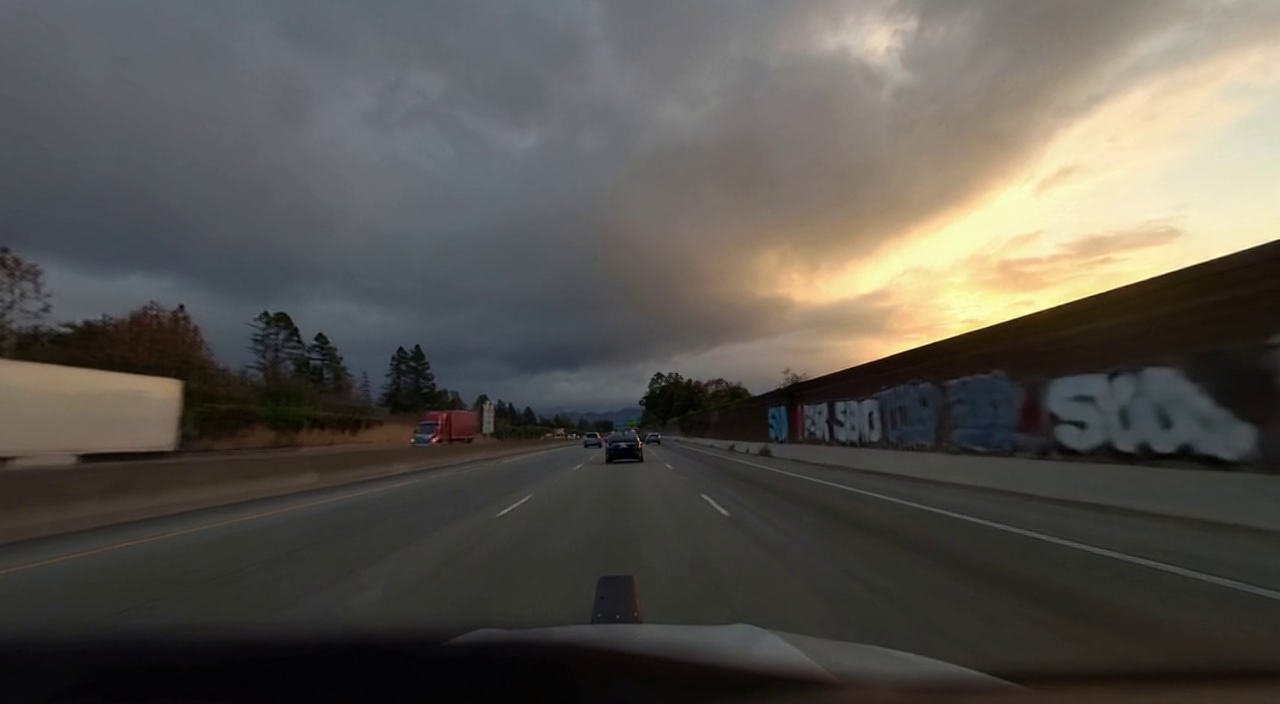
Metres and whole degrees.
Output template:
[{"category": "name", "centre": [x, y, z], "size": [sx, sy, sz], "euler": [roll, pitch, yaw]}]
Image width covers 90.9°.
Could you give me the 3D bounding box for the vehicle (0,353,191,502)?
[{"category": "vehicle", "centre": [-21.074, 2.207, 18.524], "size": [3.230, 4.506, 17.563], "euler": [0, -7, -1]}]

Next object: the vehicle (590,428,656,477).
[{"category": "vehicle", "centre": [-0.559, 3.364, 21.334], "size": [2.044, 1.477, 3.693], "euler": [0, -8, -1]}]
